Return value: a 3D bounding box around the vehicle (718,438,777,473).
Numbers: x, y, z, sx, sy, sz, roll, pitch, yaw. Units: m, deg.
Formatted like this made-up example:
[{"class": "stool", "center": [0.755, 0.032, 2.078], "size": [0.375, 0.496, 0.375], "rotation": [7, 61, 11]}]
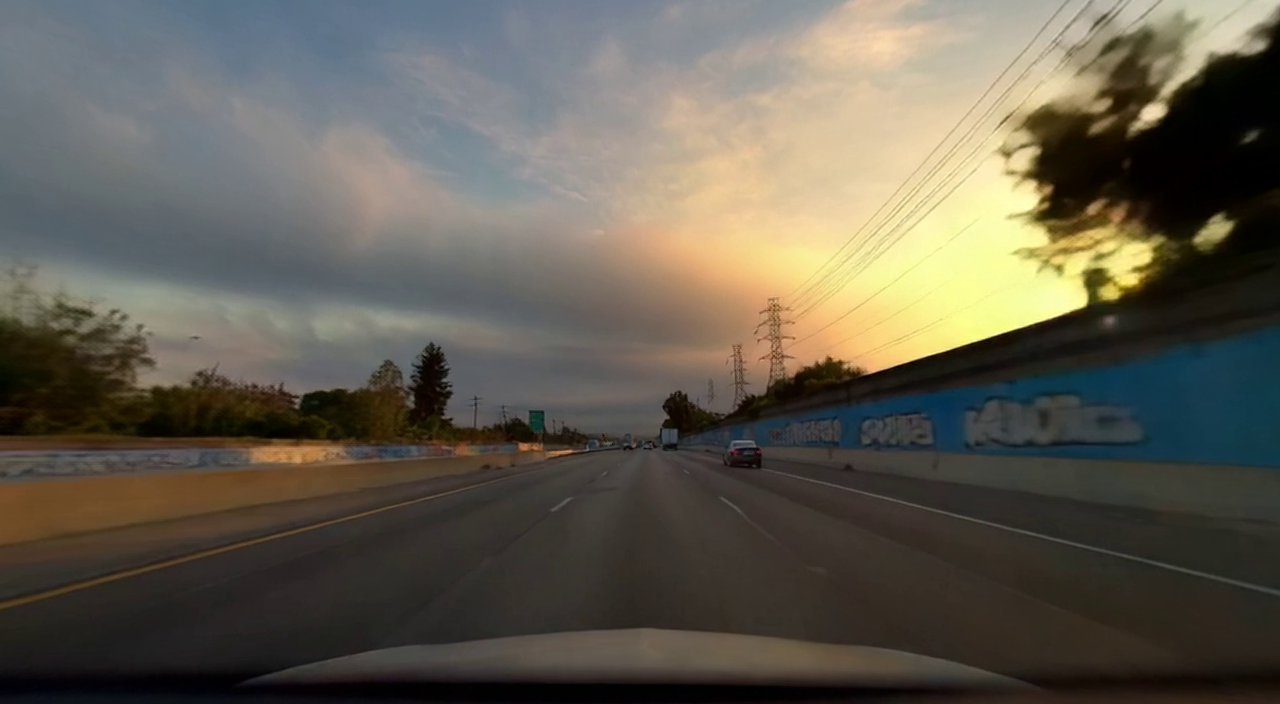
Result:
[{"class": "vehicle", "center": [4.895, 4.791, 29.240], "size": [1.991, 1.494, 3.951], "rotation": [0, -8, -1]}]
